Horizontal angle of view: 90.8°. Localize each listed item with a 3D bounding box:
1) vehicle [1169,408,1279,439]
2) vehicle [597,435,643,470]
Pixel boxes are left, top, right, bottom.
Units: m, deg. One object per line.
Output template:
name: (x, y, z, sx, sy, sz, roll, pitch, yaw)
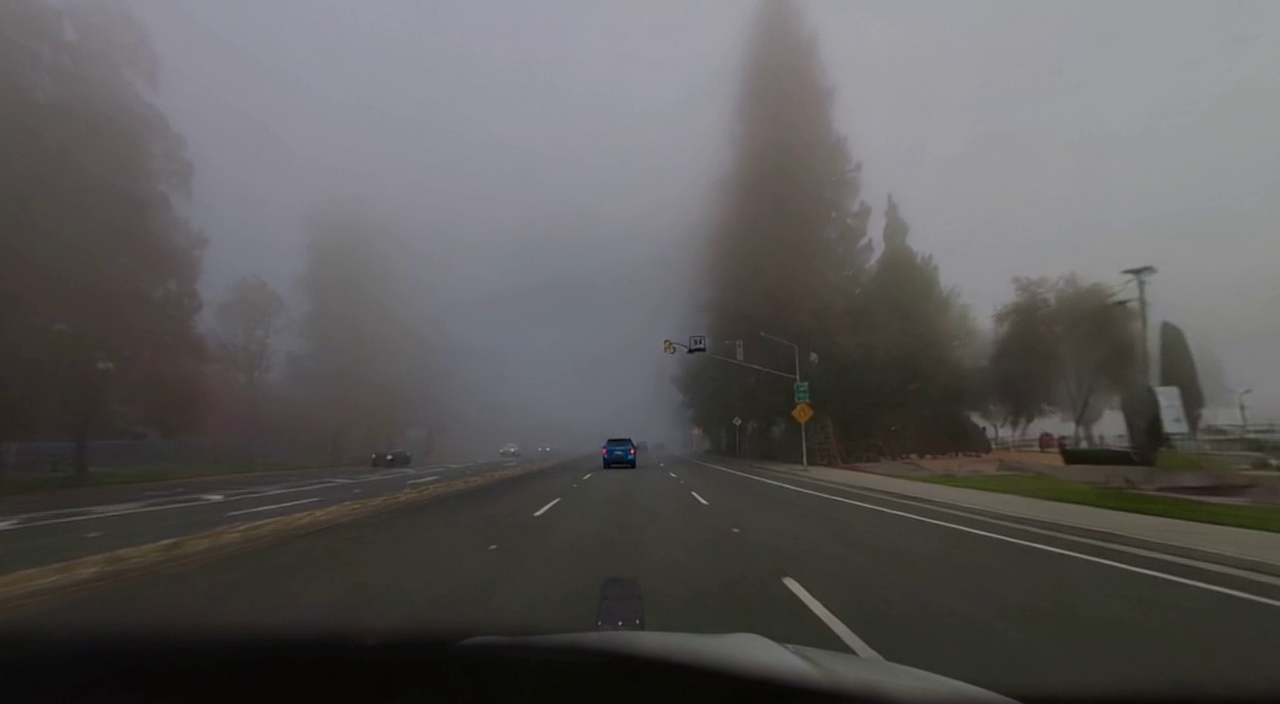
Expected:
vehicle: (34.971, 4.308, 37.829, 4.612, 1.753, 1.887, 0, -10, 3)
vehicle: (-0.982, 5.309, 33.347, 2.174, 1.703, 4.231, 0, -9, 1)
